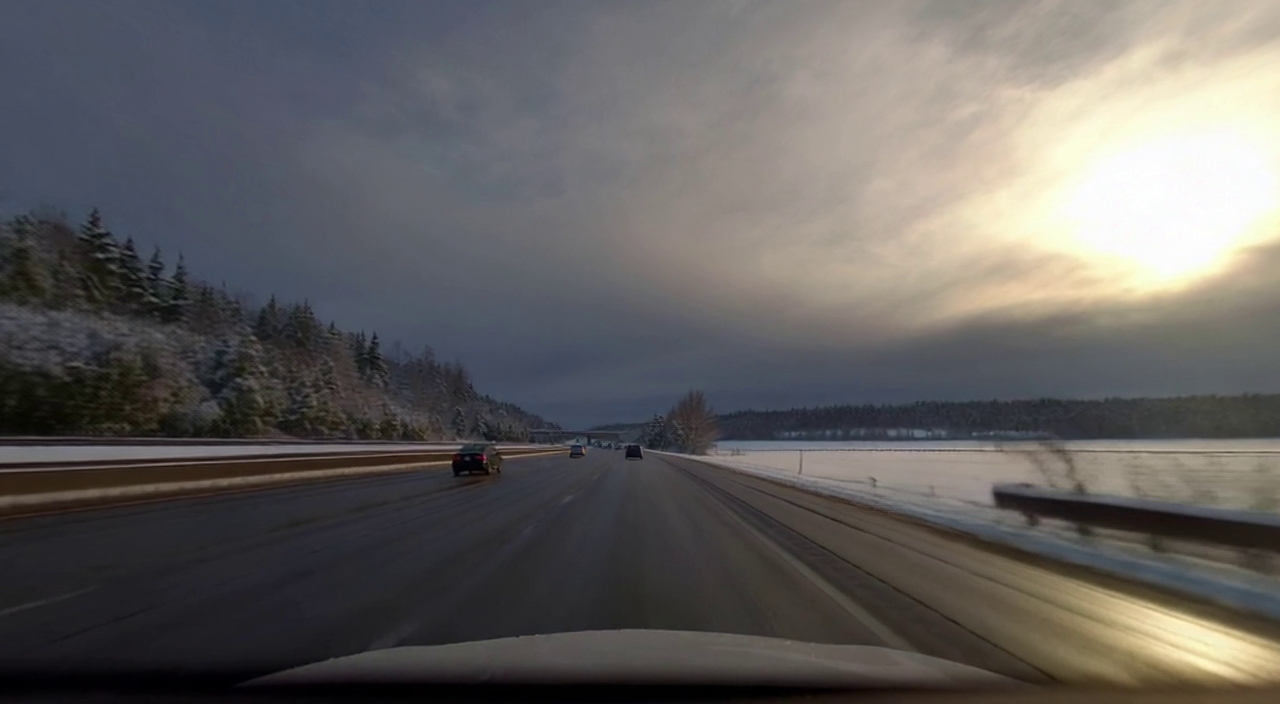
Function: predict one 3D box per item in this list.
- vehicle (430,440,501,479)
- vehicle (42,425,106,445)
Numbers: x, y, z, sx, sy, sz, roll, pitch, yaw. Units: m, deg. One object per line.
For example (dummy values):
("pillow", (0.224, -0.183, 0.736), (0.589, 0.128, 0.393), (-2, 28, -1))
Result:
("vehicle", (-7.624, 4.719, 27.949), (1.972, 1.603, 3.891), (0, -8, 0))
("vehicle", (-42.444, 6.255, 47.368), (1.565, 1.397, 3.499), (0, -8, 0))
